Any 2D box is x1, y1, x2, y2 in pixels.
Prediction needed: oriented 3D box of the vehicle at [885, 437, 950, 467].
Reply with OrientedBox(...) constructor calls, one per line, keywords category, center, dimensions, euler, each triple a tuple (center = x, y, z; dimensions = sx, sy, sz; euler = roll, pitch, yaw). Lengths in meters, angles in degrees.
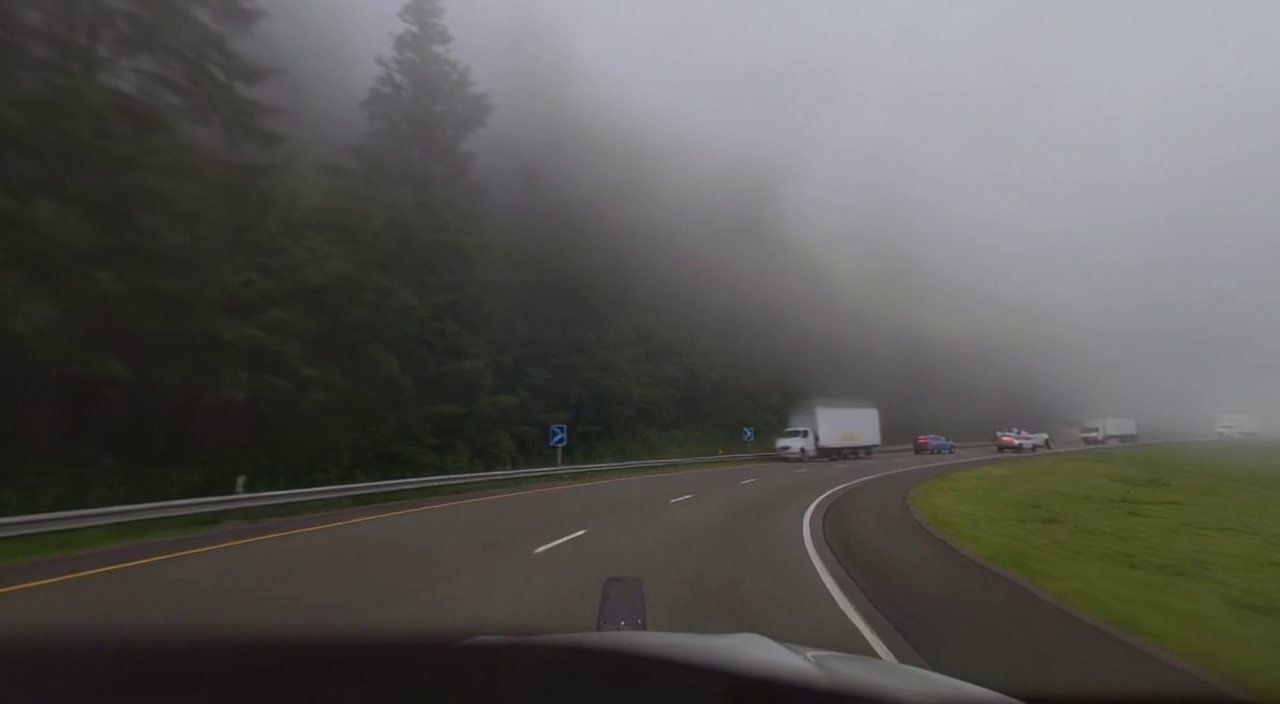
OrientedBox(category="vehicle", center=(16.303, 5.861, 36.962), dimensions=(2.221, 1.674, 4.325), euler=(-8, -12, 40))
